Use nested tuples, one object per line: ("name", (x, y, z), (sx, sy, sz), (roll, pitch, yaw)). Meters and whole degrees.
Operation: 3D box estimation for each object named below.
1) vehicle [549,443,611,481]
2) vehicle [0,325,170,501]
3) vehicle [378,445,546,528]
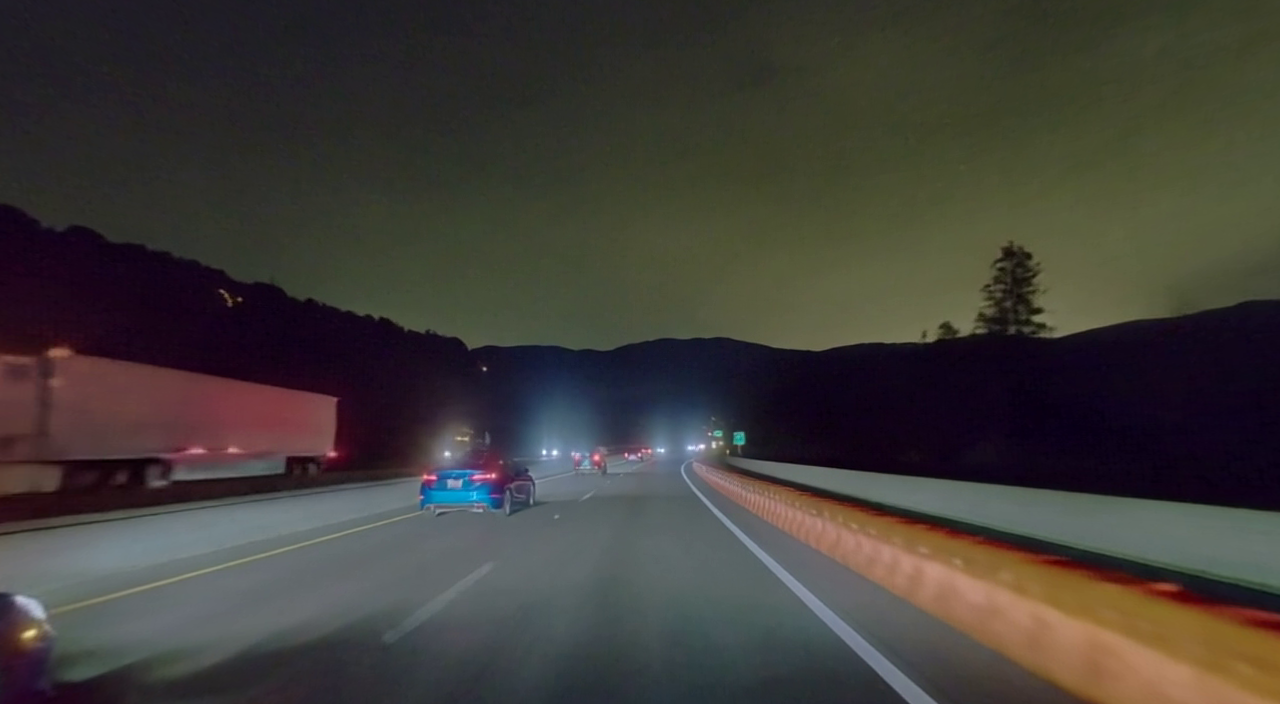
("vehicle", (-2.448, 4.650, 26.811), (2.094, 1.480, 4.124), (-1, -9, 2))
("vehicle", (-17.054, 1.804, 17.343), (3.005, 4.223, 6.332), (0, -9, 1))
("vehicle", (-3.214, 2.511, 12.324), (2.061, 1.330, 3.928), (0, -9, 1))
